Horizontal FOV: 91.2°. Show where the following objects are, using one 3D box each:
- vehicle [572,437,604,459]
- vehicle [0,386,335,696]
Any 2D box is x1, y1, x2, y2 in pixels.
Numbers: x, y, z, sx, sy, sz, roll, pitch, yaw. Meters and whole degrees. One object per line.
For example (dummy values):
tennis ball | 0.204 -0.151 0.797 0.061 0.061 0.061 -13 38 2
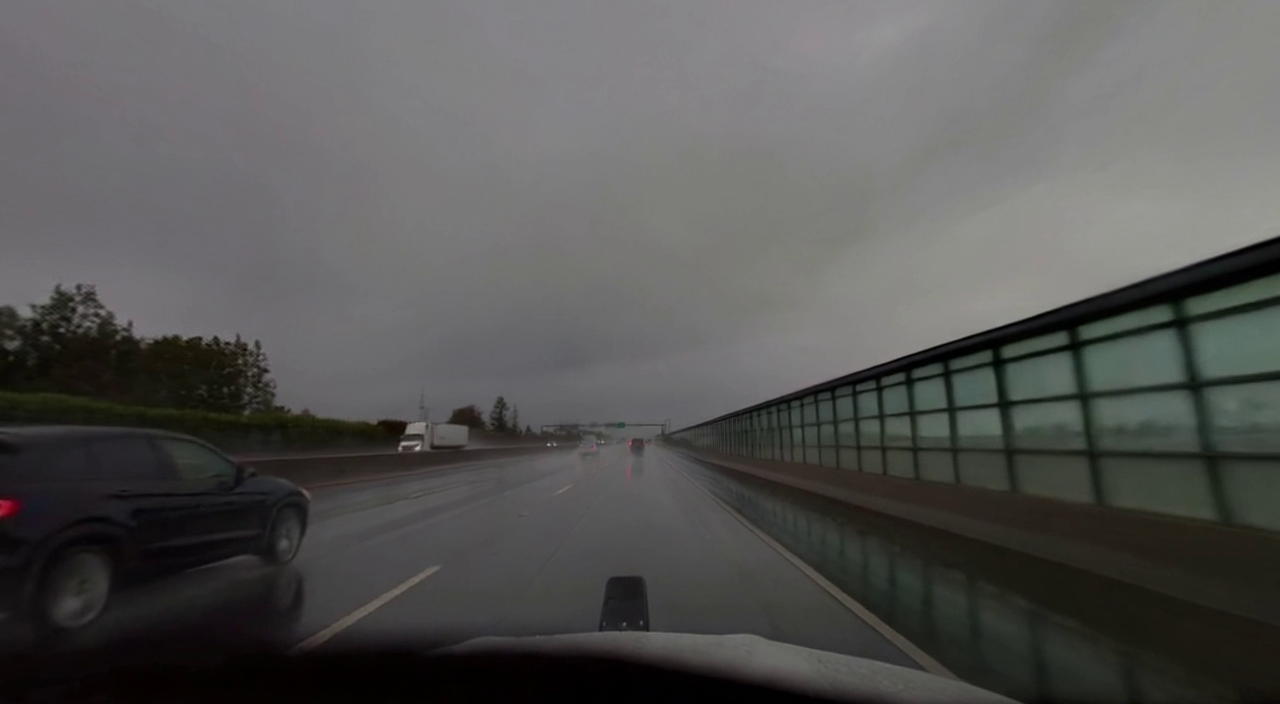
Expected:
vehicle | -3.969 7.446 48.702 2.063 1.598 4.189 0 -9 1
vehicle | -4.234 1.120 4.311 2.059 1.541 4.296 0 -9 1
